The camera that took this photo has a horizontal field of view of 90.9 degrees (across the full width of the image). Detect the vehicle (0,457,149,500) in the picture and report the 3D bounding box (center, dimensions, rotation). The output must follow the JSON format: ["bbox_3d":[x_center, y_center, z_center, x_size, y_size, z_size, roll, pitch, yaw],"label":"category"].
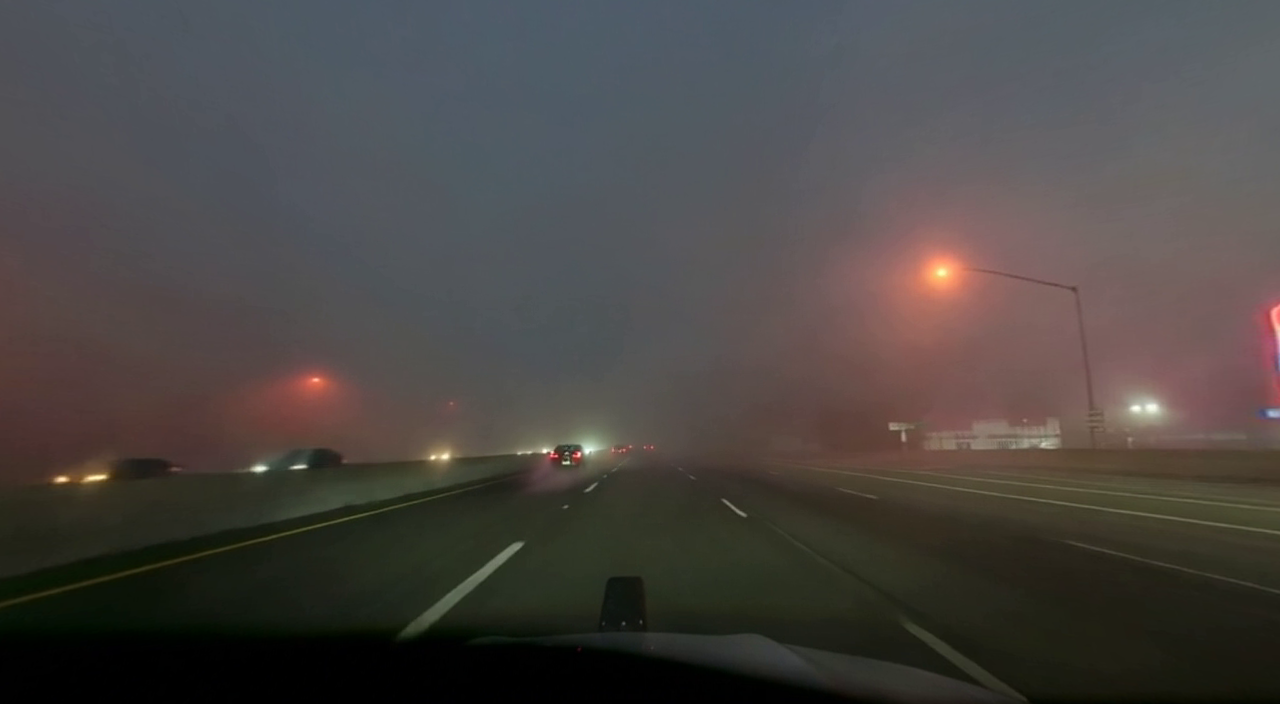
[{"bbox_3d":[-25.058,5.567,28.132,2.072,1.544,5.277,-2,-8,0],"label":"vehicle"}]

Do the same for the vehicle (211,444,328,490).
[{"bbox_3d":[-14.384,4.450,24.824,1.868,1.603,4.417,-1,-9,1],"label":"vehicle"}]

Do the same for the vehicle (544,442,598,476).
[{"bbox_3d":[-3.340,5.291,31.417,2.114,1.510,4.186,-1,-9,1],"label":"vehicle"}]
